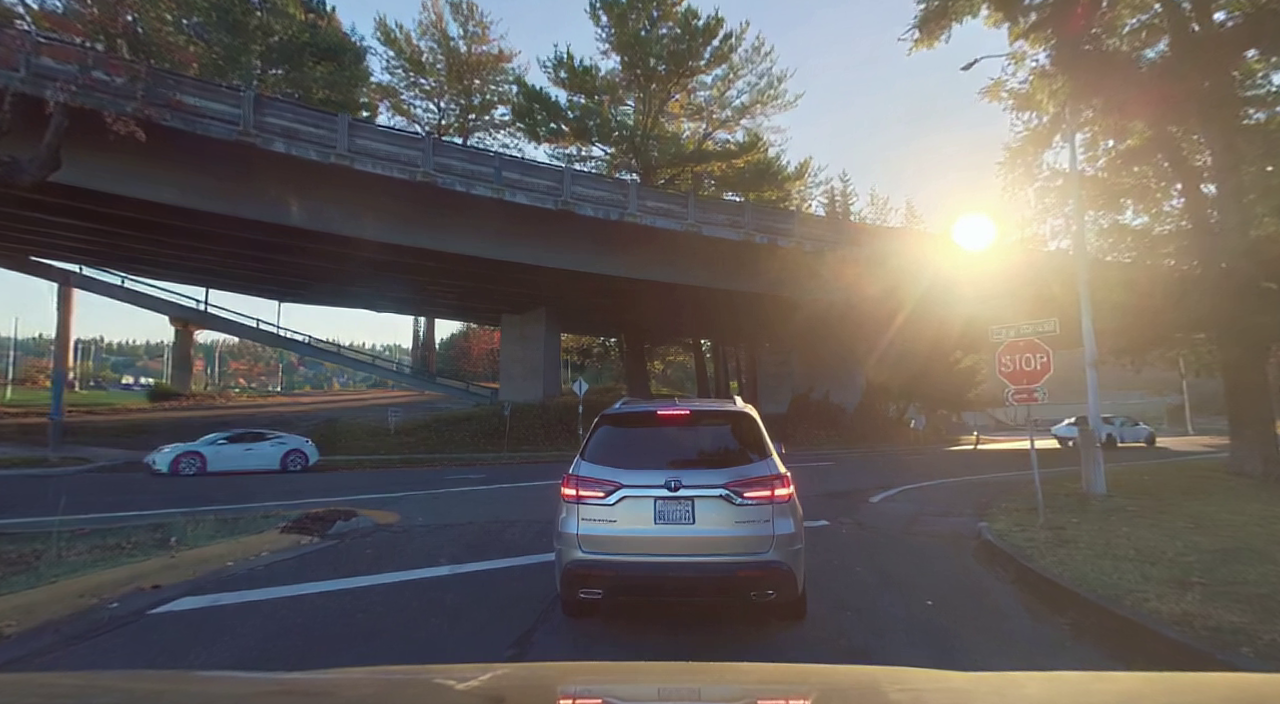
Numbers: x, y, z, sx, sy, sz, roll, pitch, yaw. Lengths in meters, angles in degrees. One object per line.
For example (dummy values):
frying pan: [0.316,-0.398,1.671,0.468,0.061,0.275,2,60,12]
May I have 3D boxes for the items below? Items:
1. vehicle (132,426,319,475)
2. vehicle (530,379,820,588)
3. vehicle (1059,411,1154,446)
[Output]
vehicle: [-13.825,3.331,21.440,5.032,1.497,1.897,5,-10,-29]
vehicle: [0.338,1.466,7.710,2.494,1.804,4.336,0,-9,1]
vehicle: [24.350,4.028,32.909,4.413,1.717,2.073,4,-10,-27]
